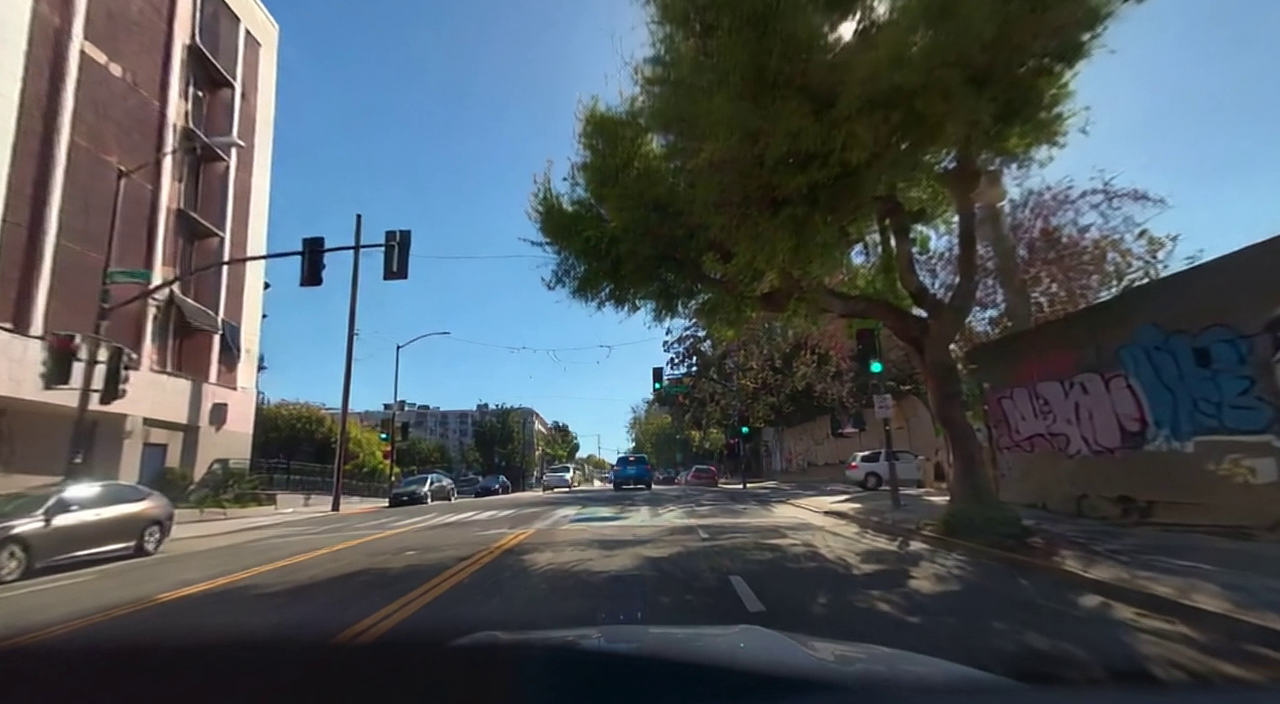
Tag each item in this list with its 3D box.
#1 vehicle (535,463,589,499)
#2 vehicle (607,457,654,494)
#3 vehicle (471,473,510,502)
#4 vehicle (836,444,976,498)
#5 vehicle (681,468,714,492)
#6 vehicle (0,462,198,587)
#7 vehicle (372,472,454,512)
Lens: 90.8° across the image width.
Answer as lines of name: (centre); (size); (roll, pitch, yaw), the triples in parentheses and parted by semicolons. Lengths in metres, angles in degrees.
vehicle: (-3.885, 6.539, 32.248); (2.095, 1.447, 4.202); (-4, -8, 0)
vehicle: (-0.431, 6.012, 31.143); (2.166, 1.579, 4.300); (0, -8, 0)
vehicle: (-10.865, 9.861, 46.105); (1.859, 1.780, 3.947); (0, -8, 1)
vehicle: (9.623, 4.229, 22.919); (4.292, 1.761, 2.207); (3, -9, -22)
vehicle: (4.164, 9.377, 46.460); (1.957, 1.471, 4.307); (0, -8, -1)
vehicle: (-10.669, 3.003, 11.251); (2.199, 1.717, 4.888); (-5, -8, -1)
vehicle: (-10.359, 6.409, 29.246); (2.070, 1.476, 4.508); (0, -8, 1)
